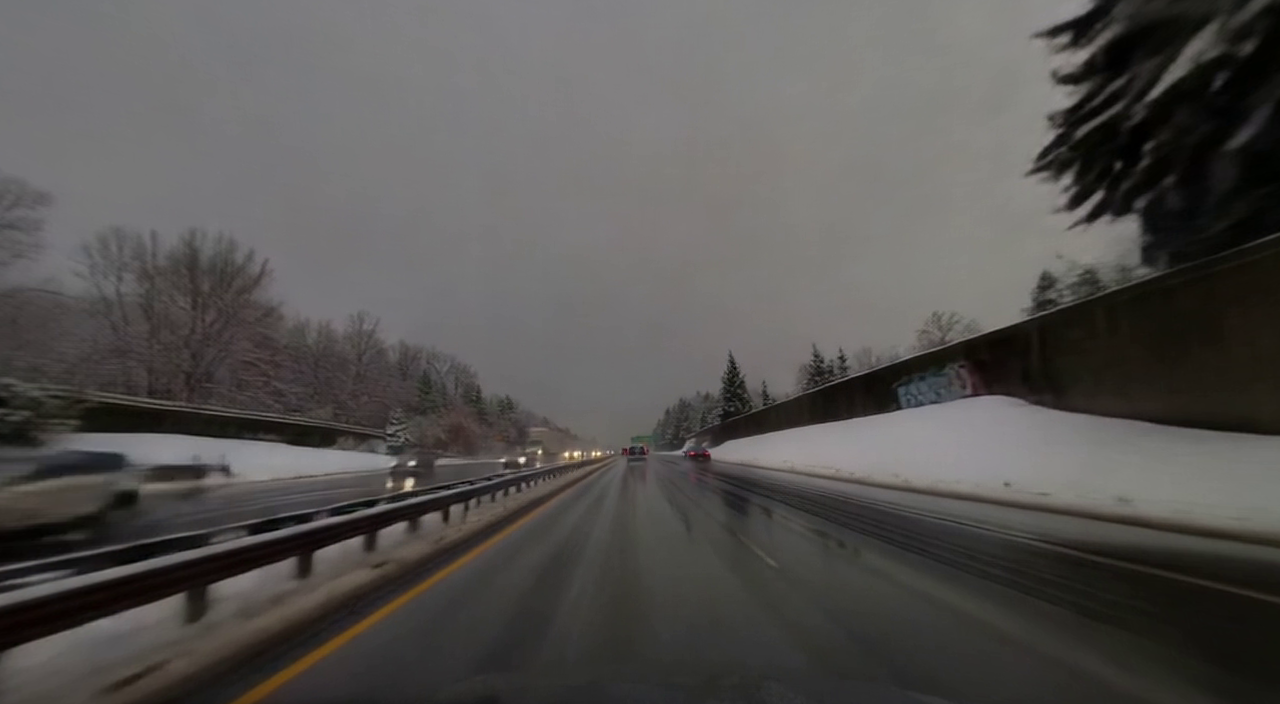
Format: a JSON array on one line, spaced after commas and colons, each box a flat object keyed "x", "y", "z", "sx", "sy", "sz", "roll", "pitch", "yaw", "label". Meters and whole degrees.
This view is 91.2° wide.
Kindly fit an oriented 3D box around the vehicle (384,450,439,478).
[{"x": -13.951, "y": 6.842, "z": 38.503, "sx": 1.871, "sy": 1.567, "sz": 4.052, "roll": -1, "pitch": -9, "yaw": 0, "label": "vehicle"}]

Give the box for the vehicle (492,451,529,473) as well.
[{"x": -9.448, "y": 8.017, "z": 45.948, "sx": 1.843, "sy": 1.494, "sz": 4.347, "roll": 0, "pitch": -9, "yaw": -1, "label": "vehicle"}]

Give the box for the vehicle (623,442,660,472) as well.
[{"x": 0.079, "y": 6.358, "z": 38.160, "sx": 2.095, "sy": 1.671, "sz": 4.219, "roll": 0, "pitch": -9, "yaw": -1, "label": "vehicle"}]

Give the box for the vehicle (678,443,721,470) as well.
[{"x": 3.725, "y": 6.670, "z": 40.125, "sx": 2.303, "sy": 1.614, "sz": 4.154, "roll": -1, "pitch": -9, "yaw": 0, "label": "vehicle"}]
